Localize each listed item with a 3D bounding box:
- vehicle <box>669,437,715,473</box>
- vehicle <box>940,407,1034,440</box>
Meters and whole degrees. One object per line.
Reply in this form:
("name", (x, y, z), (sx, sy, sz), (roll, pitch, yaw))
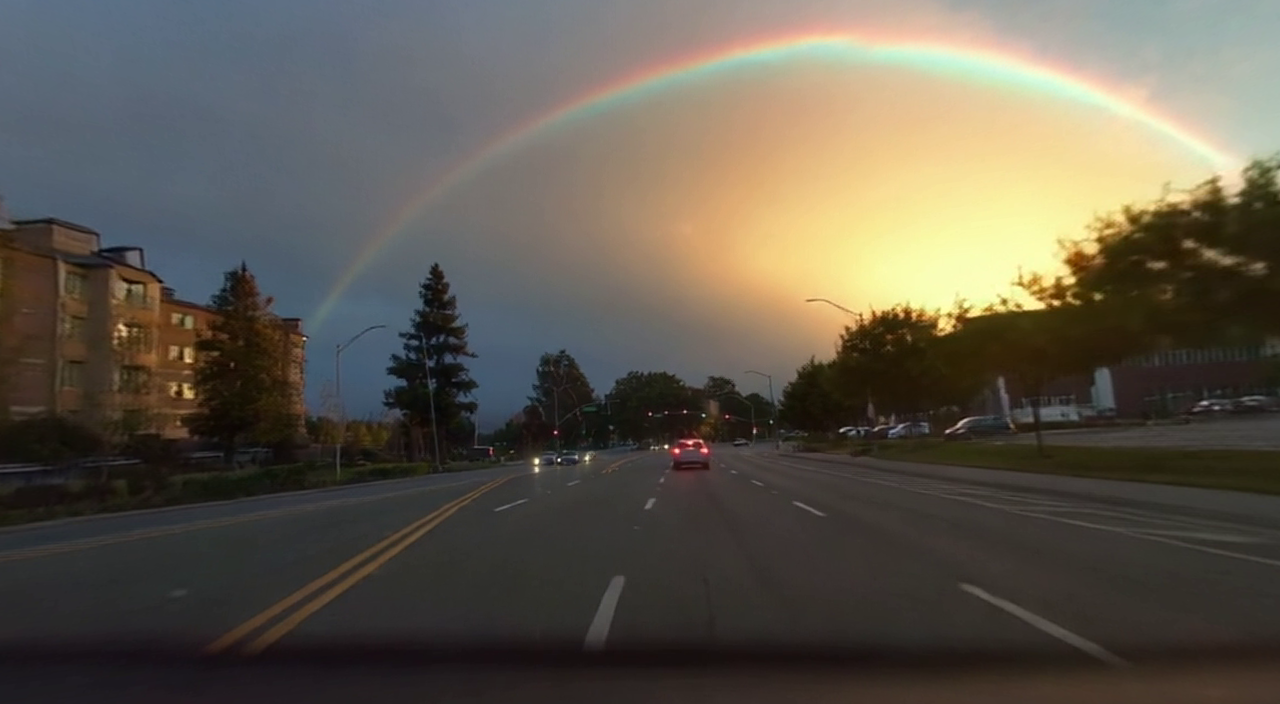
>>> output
("vehicle", (2.602, 5.206, 32.098), (2.181, 1.639, 4.127), (-1, -9, 4))
("vehicle", (20.965, 4.367, 38.358), (4.359, 1.849, 2.152), (-1, -9, 4))
